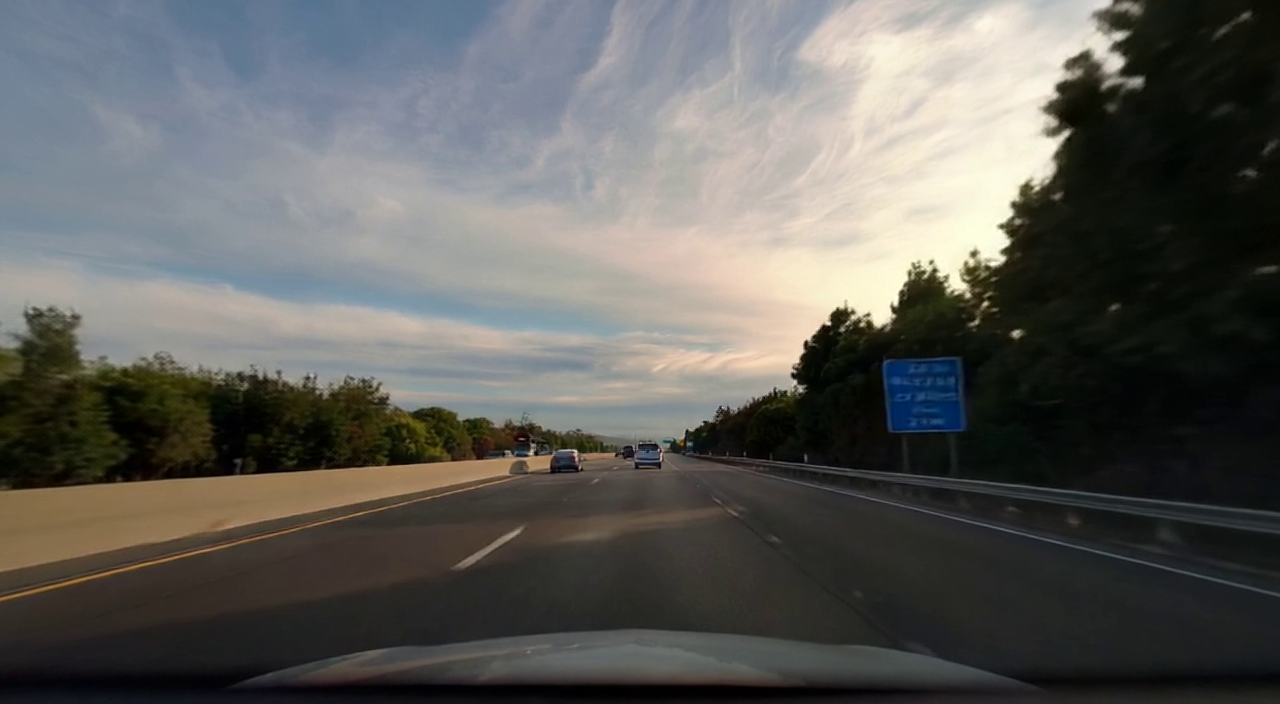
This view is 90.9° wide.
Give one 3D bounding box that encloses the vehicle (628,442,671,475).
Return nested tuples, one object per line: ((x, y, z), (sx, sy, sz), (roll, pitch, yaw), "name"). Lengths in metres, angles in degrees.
((0.481, 5.736, 34.162), (2.172, 1.687, 3.929), (0, -9, 0), "vehicle")

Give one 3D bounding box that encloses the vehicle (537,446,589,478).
((-3.793, 5.487, 31.640), (1.998, 1.460, 4.422), (0, -9, 1), "vehicle")
